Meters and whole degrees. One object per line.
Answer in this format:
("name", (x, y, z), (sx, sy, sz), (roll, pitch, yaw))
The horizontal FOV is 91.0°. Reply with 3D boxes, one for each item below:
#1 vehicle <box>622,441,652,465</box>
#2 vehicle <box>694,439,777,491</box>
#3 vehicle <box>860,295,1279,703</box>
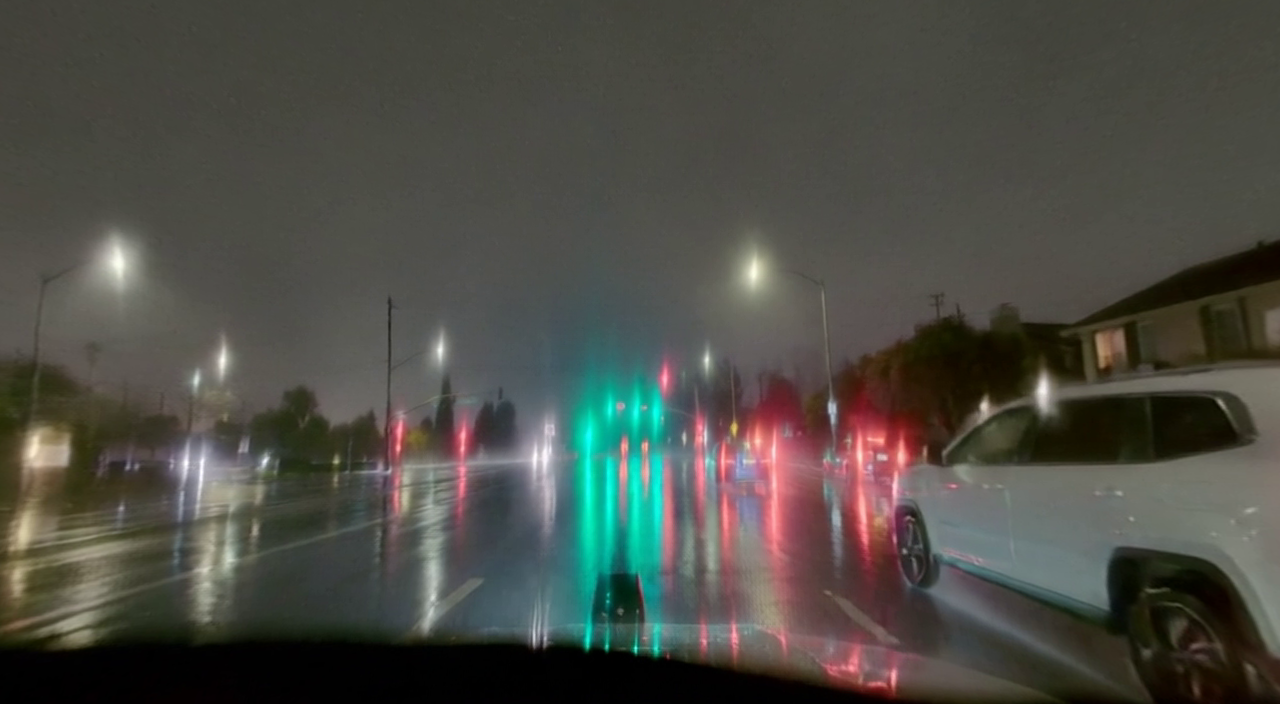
("vehicle", (-0.223, 7.664, 47.838), (2.146, 1.685, 4.003), (0, -9, -1))
("vehicle", (2.912, 3.559, 20.123), (1.889, 1.451, 4.180), (0, -9, -1))
("vehicle", (3.126, 0.927, 3.481), (2.129, 1.761, 4.610), (0, -9, 0))
